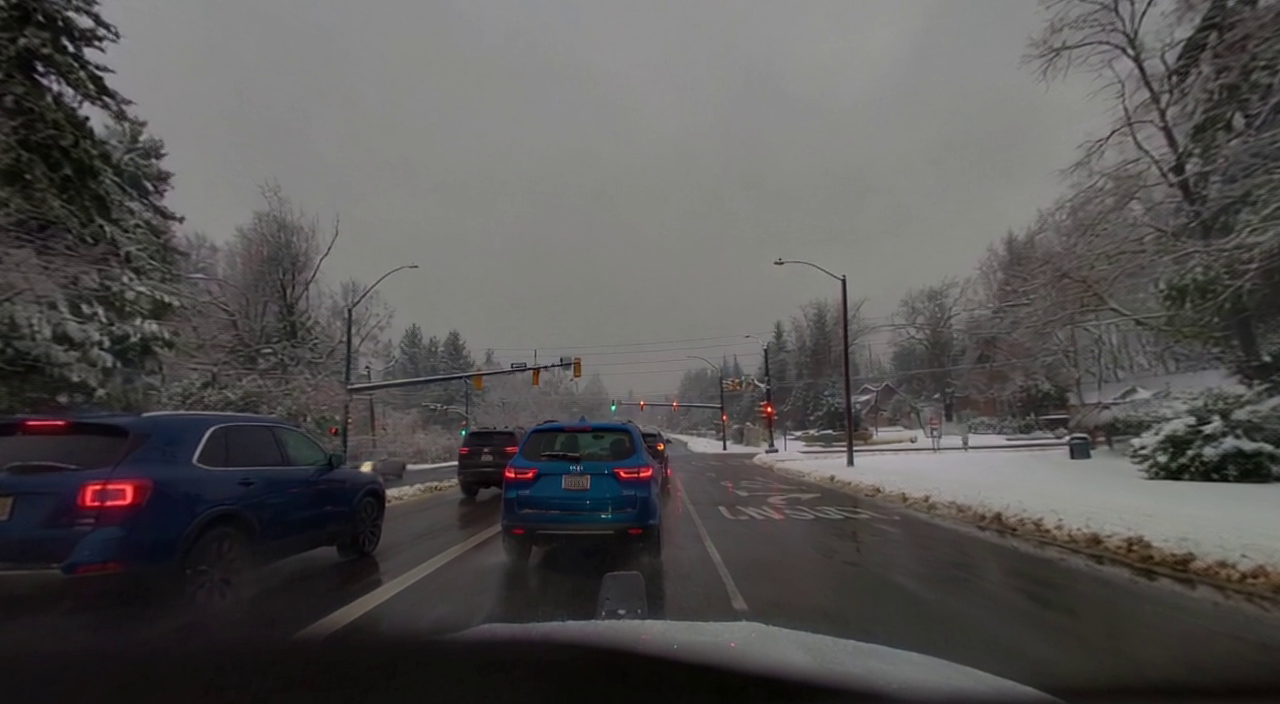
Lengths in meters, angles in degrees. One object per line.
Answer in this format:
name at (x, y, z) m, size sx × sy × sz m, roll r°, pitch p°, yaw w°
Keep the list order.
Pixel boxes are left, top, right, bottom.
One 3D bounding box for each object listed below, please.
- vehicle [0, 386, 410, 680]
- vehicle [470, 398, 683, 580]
vehicle at (-4.058, 1.365, 5.925) m, size 2.009 × 1.673 × 4.454 m, roll 0°, pitch -8°, yaw 1°
vehicle at (-0.552, 1.737, 8.884) m, size 2.131 × 1.793 × 5.016 m, roll 0°, pitch -8°, yaw 2°
